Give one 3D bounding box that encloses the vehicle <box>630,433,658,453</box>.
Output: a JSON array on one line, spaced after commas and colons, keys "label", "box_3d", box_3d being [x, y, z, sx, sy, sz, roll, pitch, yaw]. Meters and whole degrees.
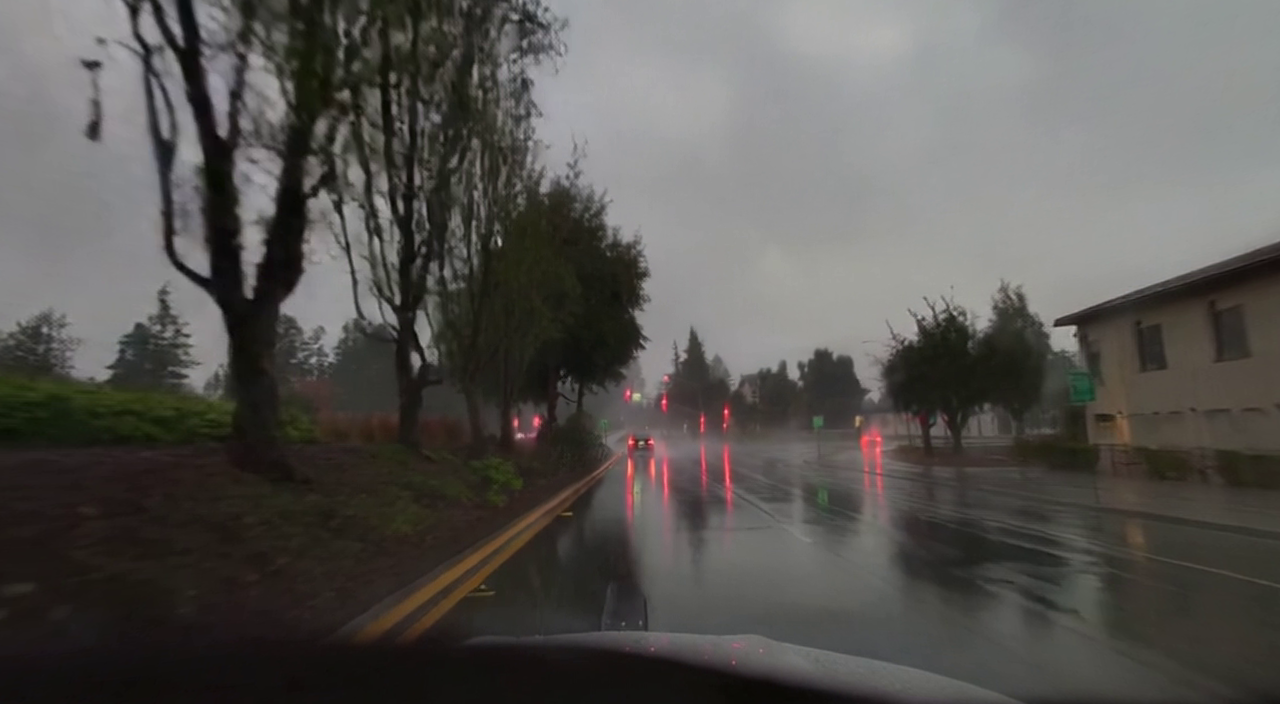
[{"label": "vehicle", "box_3d": [0.258, 6.915, 47.822, 2.056, 1.473, 4.380, 0, -8, -1]}]
